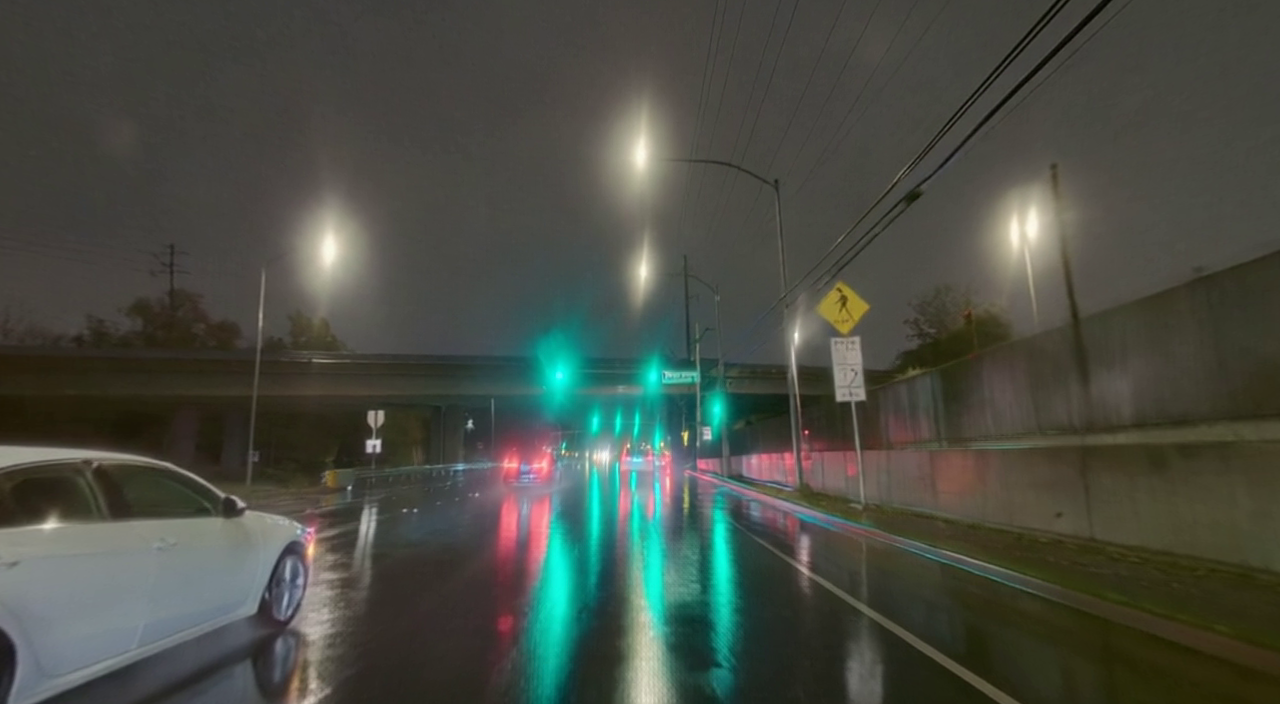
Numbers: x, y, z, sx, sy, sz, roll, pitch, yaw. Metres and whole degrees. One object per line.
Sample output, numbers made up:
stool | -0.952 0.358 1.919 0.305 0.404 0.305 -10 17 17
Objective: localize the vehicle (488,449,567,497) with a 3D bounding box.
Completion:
vehicle | -3.758 4.101 21.770 1.946 1.437 4.154 0 -8 0

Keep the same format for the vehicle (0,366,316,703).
vehicle | -3.498 0.928 2.694 1.925 1.666 4.271 0 -8 0

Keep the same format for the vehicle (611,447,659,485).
vehicle | -0.247 5.106 28.588 1.985 1.565 3.968 0 -8 -1
